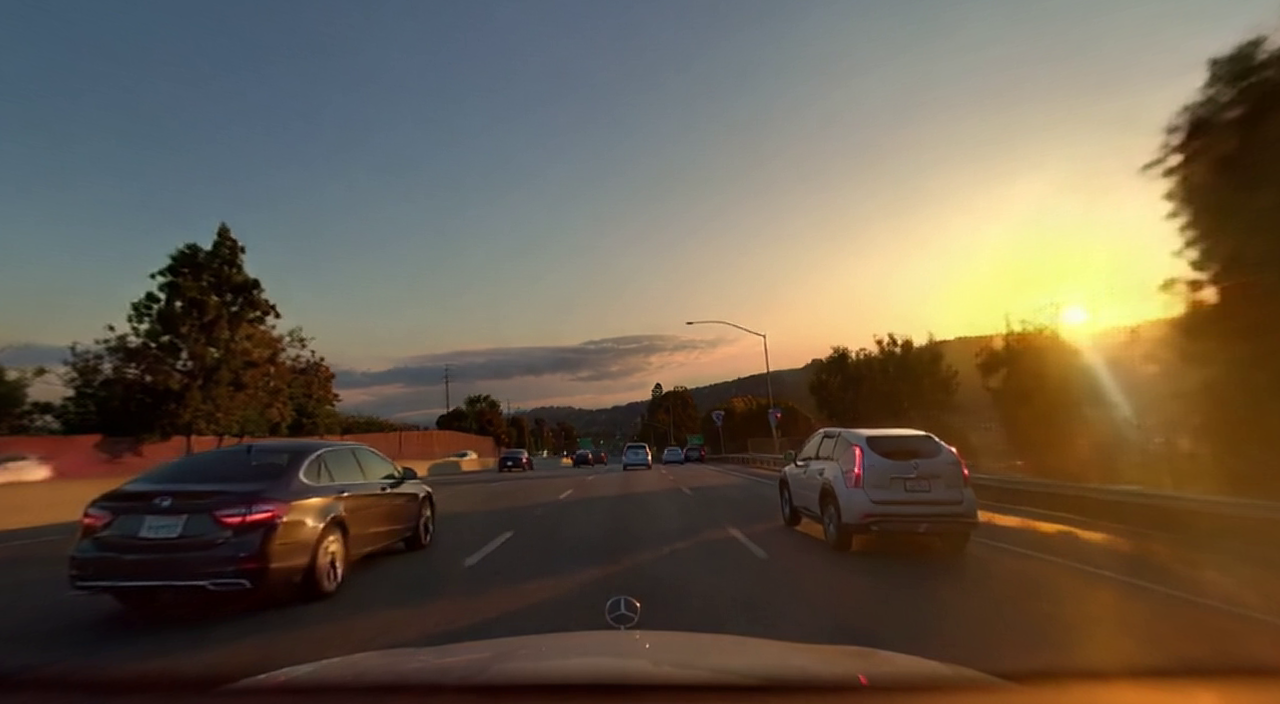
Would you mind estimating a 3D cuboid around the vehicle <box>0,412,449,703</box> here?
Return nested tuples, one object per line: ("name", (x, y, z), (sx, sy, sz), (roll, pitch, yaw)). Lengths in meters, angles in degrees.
("vehicle", (-3.454, 1.395, 5.386), (2.130, 1.514, 4.766), (0, -8, 0))

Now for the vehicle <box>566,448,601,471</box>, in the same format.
("vehicle", (-3.781, 7.299, 43.232), (1.968, 1.473, 4.209), (0, -8, 1))

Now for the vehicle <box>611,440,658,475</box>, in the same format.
("vehicle", (-0.317, 5.787, 34.970), (2.408, 1.748, 4.217), (0, -8, -1))

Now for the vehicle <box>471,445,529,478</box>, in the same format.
("vehicle", (-7.014, 5.523, 32.117), (1.980, 1.519, 4.147), (0, -8, 1))

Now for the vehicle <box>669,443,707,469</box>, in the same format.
("vehicle", (3.302, 7.275, 44.546), (2.320, 1.735, 4.408), (0, -8, 0))

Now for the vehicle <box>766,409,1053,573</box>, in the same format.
("vehicle", (3.330, 1.807, 9.058), (2.029, 1.716, 4.545), (0, -8, -1))
